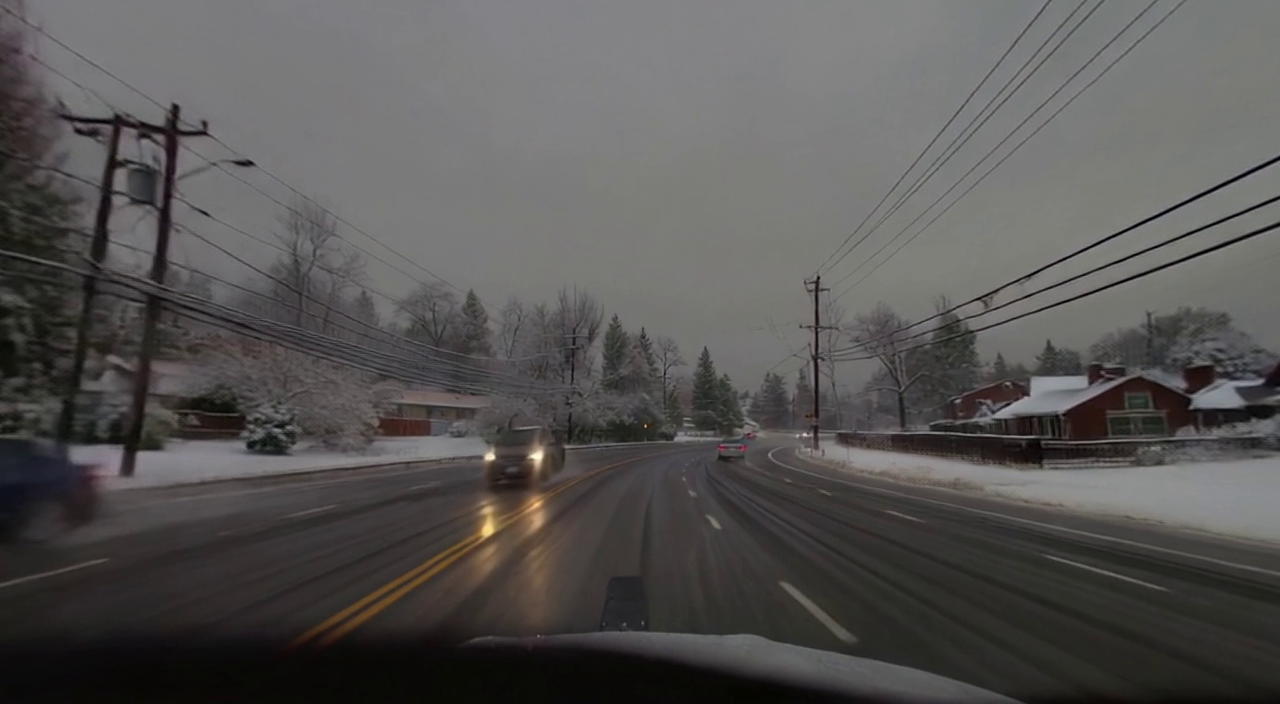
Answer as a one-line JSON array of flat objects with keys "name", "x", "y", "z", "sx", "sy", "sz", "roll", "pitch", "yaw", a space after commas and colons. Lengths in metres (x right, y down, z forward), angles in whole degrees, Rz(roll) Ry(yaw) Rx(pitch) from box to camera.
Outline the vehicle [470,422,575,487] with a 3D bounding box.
[{"name": "vehicle", "x": -3.539, "y": 3.247, "z": 20.114, "sx": 2.191, "sy": 1.771, "sz": 4.981, "roll": -1, "pitch": -9, "yaw": 3}]

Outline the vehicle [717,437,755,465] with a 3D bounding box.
[{"name": "vehicle", "x": 5.373, "y": 5.583, "z": 35.666, "sx": 1.982, "sy": 1.451, "sz": 4.152, "roll": -1, "pitch": -9, "yaw": 7}]

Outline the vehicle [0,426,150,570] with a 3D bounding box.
[{"name": "vehicle", "x": -7.643, "y": 1.443, "z": 6.033, "sx": 2.019, "sy": 1.476, "sz": 4.786, "roll": 0, "pitch": -9, "yaw": 0}]
